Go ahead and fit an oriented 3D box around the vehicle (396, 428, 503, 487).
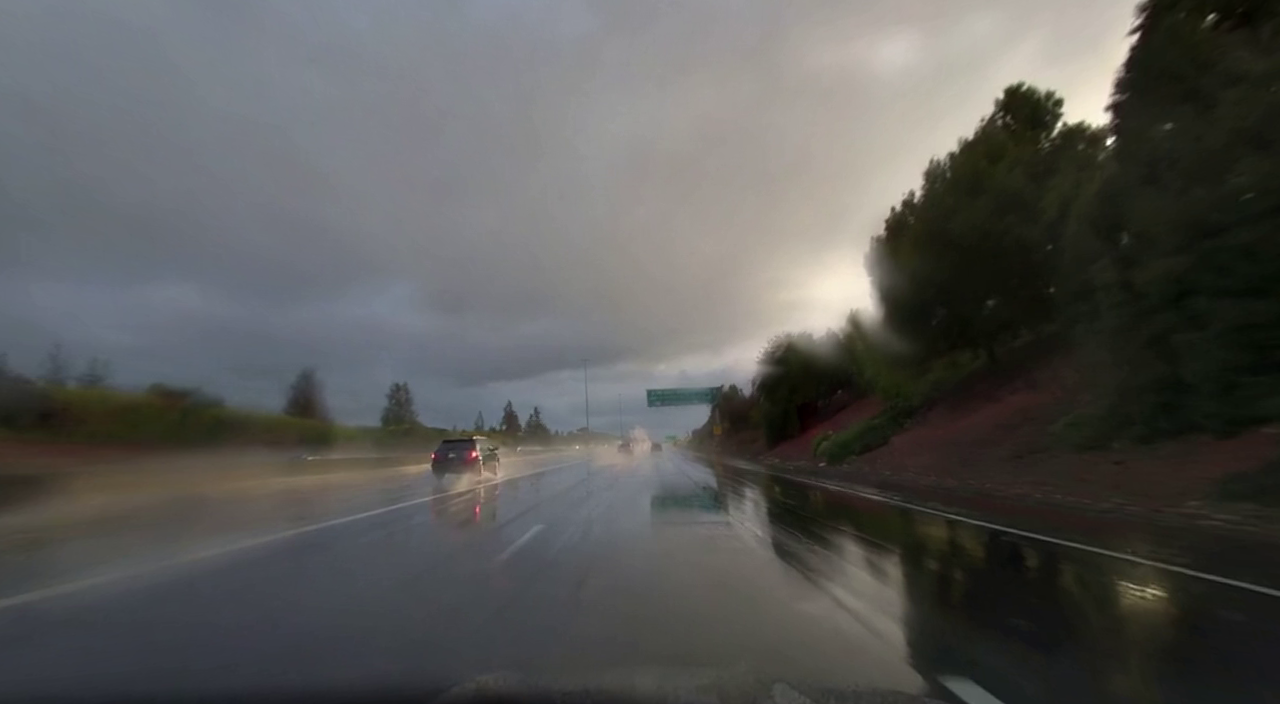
[{"bbox_3d":[-6.874,3.903,23.509,2.260,1.917,5.499,0,-9,0],"label":"vehicle"}]
